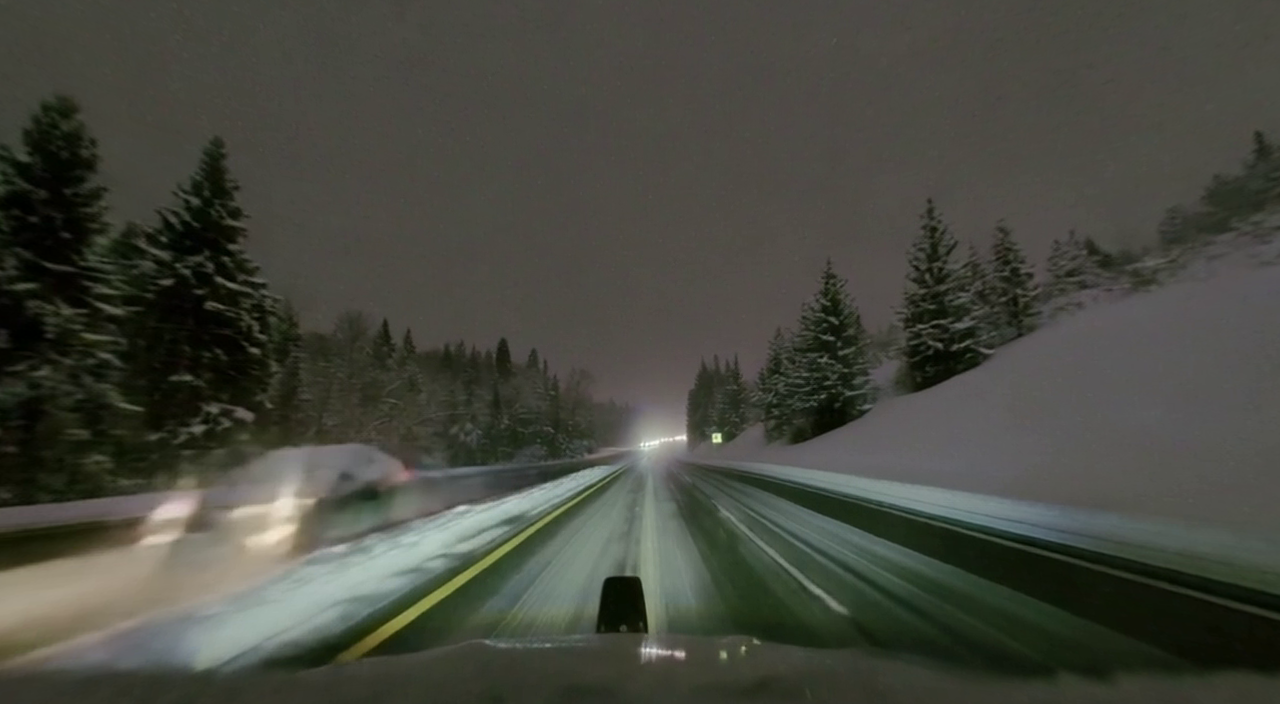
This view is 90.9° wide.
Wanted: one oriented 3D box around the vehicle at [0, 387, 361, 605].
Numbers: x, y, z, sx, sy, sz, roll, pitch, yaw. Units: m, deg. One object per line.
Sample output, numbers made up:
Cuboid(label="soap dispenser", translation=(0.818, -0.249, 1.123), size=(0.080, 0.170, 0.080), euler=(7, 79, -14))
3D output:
Cuboid(label="vehicle", translation=(-5.827, 1.635, 8.032), size=(2.341, 1.910, 4.785), euler=(0, -9, 0))
